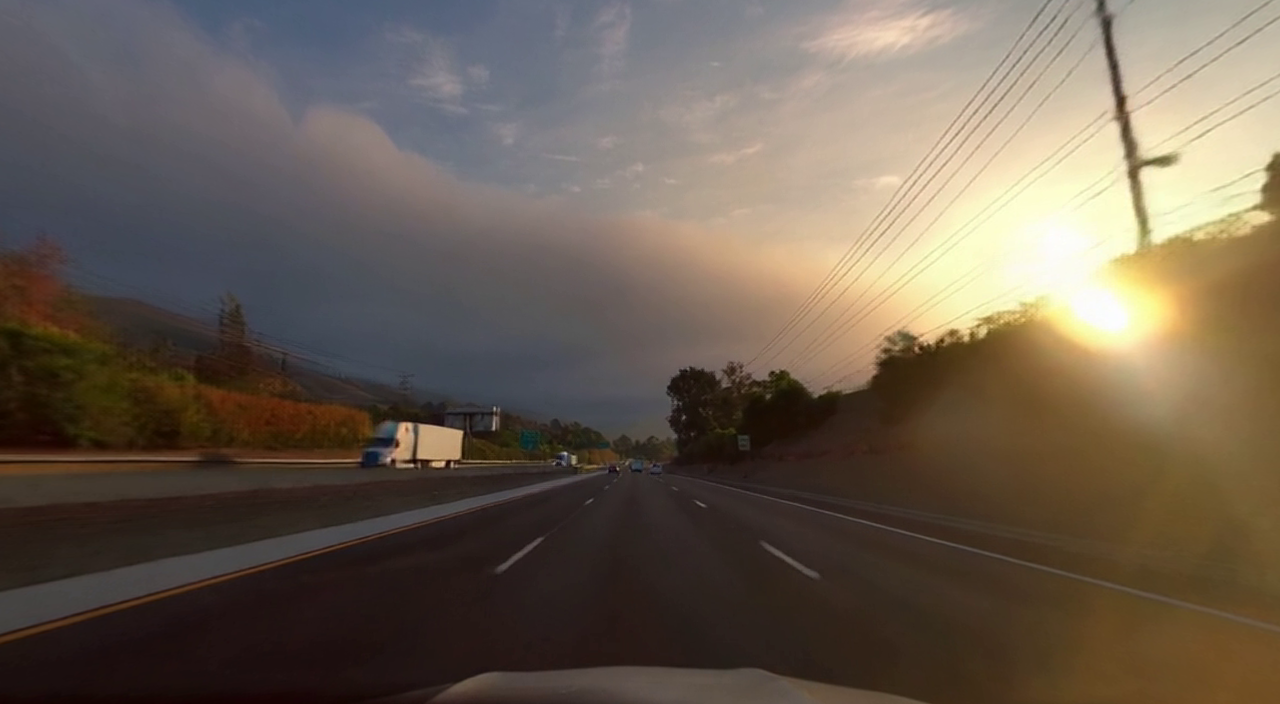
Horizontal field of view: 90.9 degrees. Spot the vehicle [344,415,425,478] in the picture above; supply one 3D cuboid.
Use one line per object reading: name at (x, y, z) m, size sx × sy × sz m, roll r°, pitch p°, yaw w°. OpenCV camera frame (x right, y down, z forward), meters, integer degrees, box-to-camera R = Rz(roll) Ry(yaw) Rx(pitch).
vehicle at (-17.383, 6.580, 43.347) m, size 2.964 × 3.921 × 5.816 m, roll 1°, pitch -10°, yaw -1°
